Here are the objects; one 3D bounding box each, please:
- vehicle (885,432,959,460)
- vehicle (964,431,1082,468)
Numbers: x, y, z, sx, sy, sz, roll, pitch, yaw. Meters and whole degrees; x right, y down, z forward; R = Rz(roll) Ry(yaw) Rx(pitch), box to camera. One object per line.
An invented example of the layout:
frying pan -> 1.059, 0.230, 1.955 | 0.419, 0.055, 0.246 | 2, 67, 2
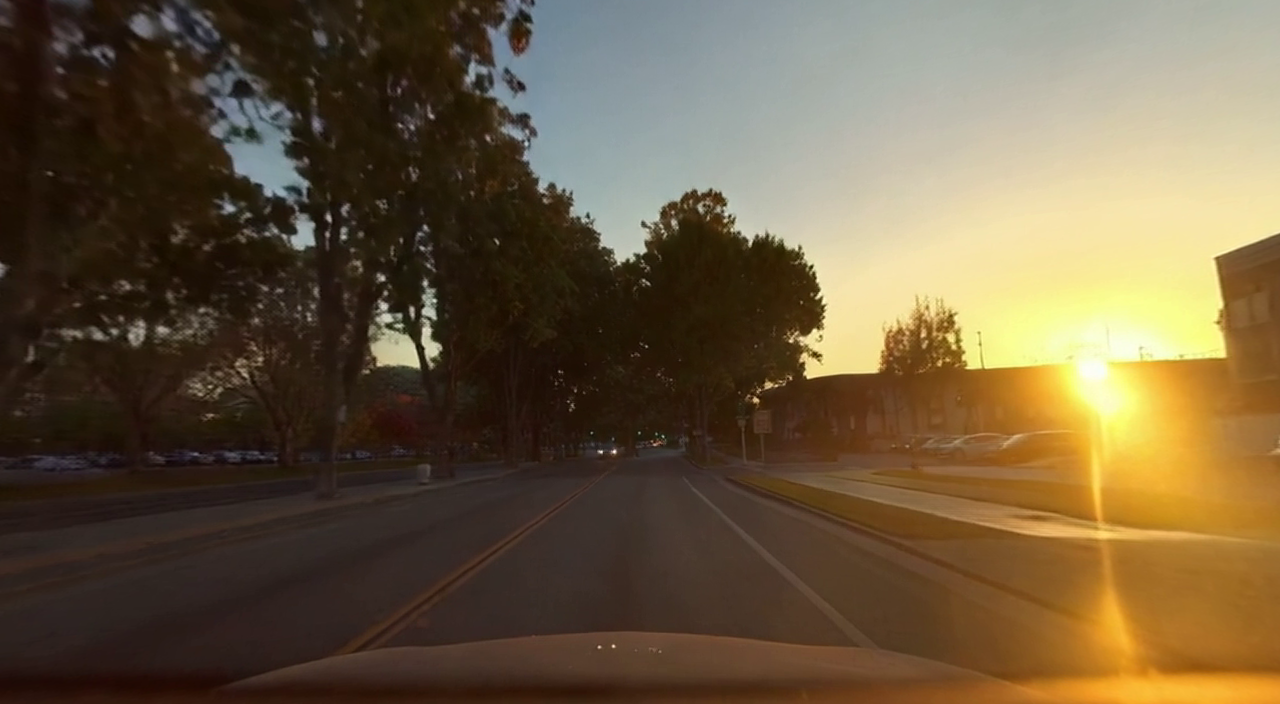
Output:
vehicle -> 21.584, 7.223, 48.501 | 4.593, 1.776, 2.094 | -5, -9, 1
vehicle -> 17.541, 4.476, 29.059 | 4.134, 1.580, 1.952 | 0, -9, -3
